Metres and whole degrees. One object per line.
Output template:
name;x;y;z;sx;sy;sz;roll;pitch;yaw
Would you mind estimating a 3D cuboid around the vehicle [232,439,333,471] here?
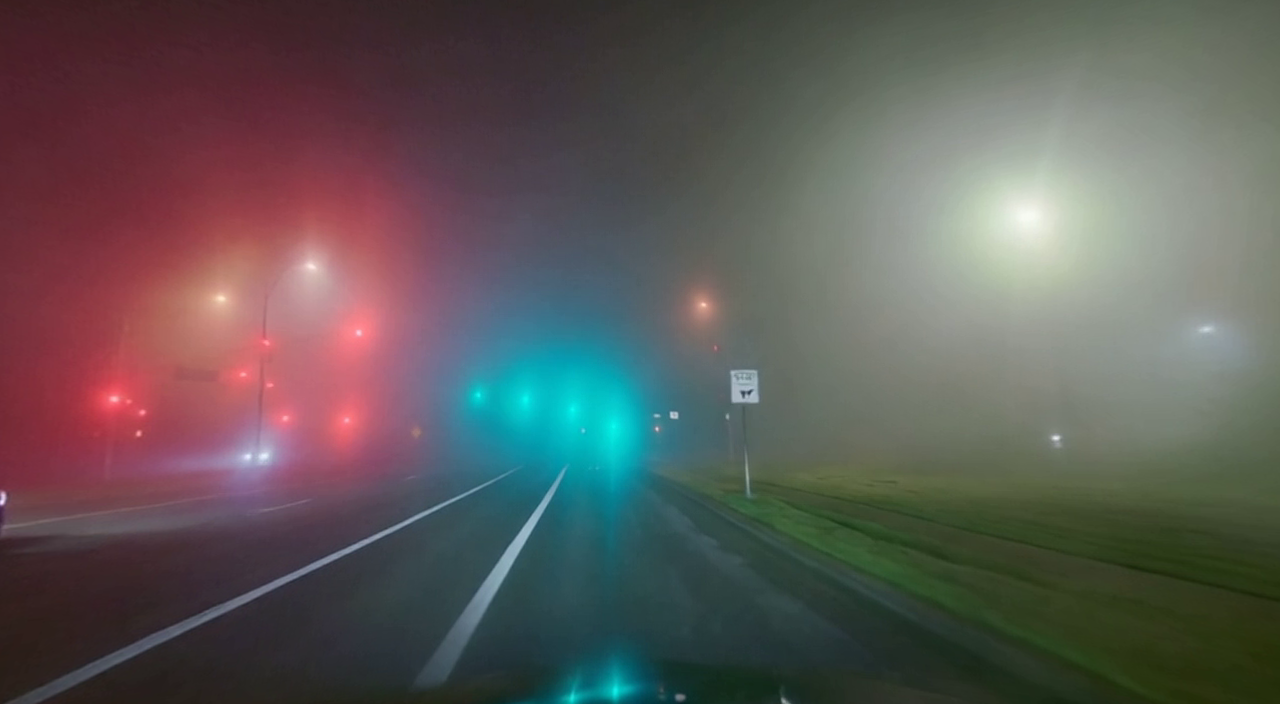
vehicle;-18.617;5.347;33.058;1.837;1.530;4.570;-3;-9;15
